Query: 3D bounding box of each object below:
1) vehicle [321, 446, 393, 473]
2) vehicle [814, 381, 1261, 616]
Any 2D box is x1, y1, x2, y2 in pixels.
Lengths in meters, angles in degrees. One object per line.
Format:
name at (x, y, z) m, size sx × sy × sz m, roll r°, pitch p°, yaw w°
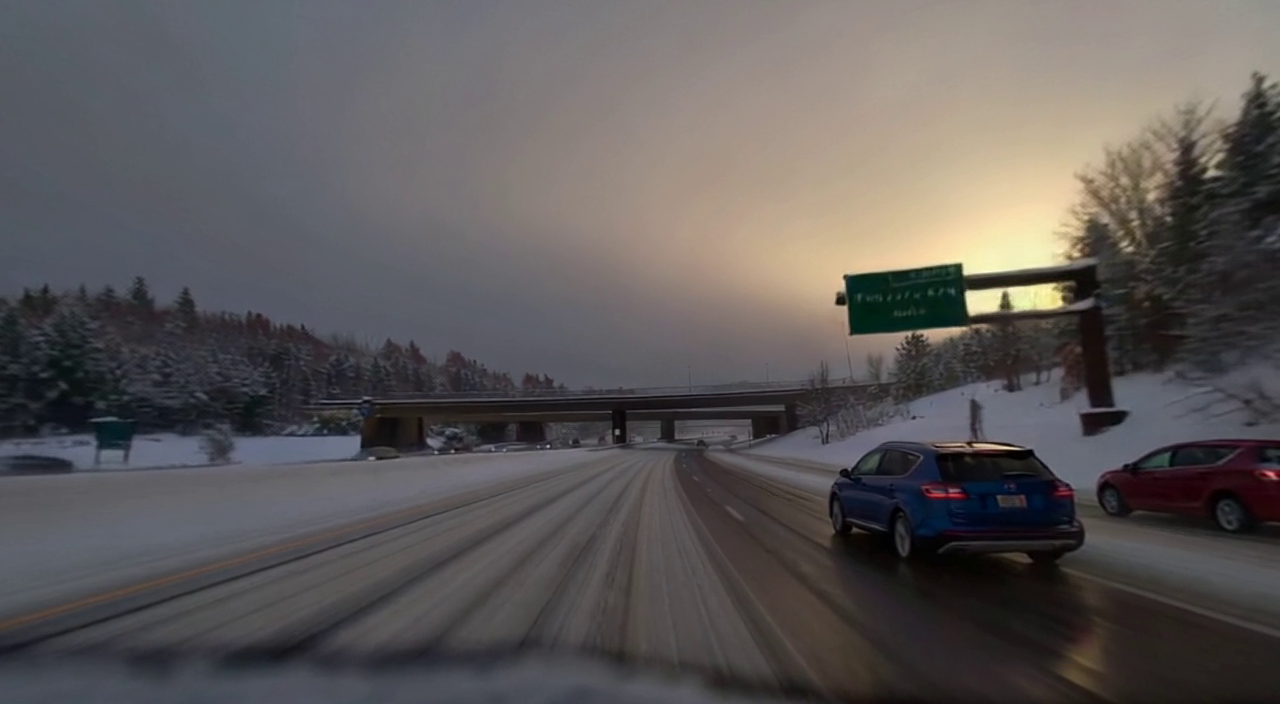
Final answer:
vehicle at (-16.769, 6.397, 37.651) m, size 2.048 × 1.495 × 4.518 m, roll -1°, pitch -8°, yaw 3°
vehicle at (3.580, 1.424, 7.028) m, size 2.019 × 1.732 × 4.579 m, roll 0°, pitch -8°, yaw 1°
